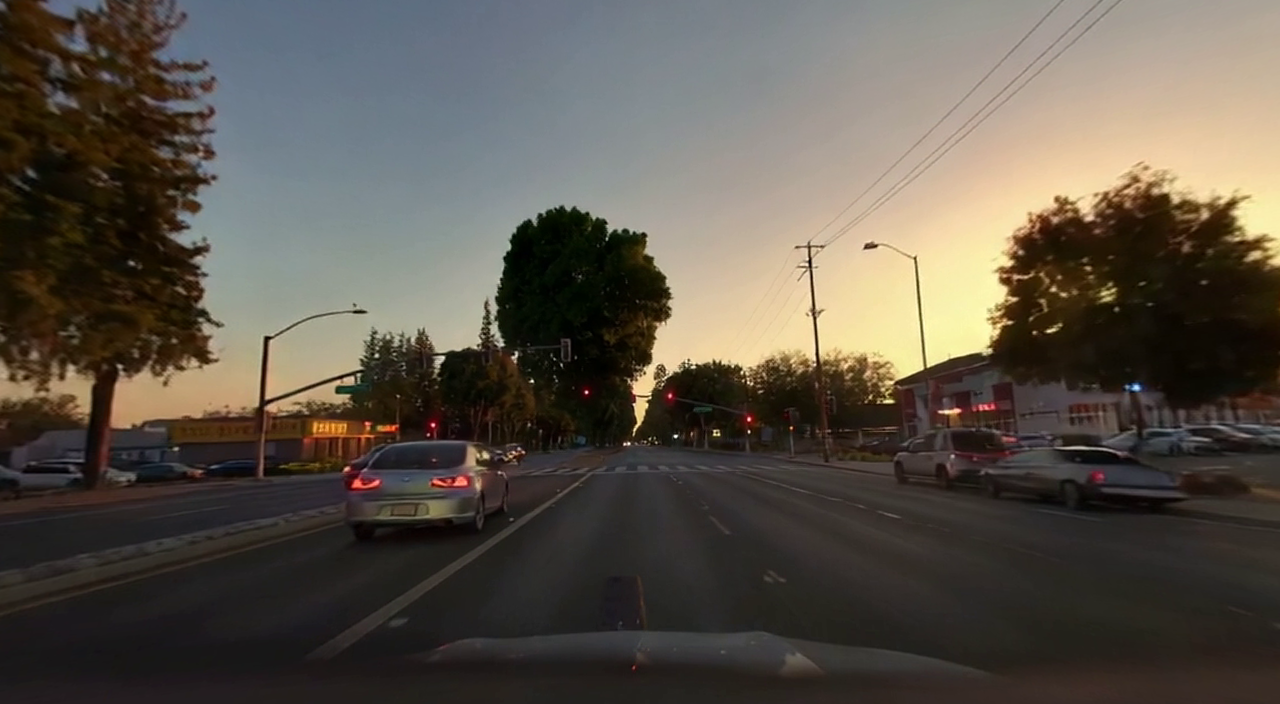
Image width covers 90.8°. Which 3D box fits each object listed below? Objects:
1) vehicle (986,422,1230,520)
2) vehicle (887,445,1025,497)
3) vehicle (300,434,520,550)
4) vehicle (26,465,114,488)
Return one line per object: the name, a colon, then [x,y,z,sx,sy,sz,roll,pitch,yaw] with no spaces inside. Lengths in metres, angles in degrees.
vehicle: [10.337,2.646,14.586,1.998,1.862,4.658,0,-8,0]
vehicle: [10.152,3.812,20.826,1.987,1.487,4.753,0,-8,-2]
vehicle: [-3.372,2.120,10.269,2.185,1.473,3.925,0,-8,-2]
vehicle: [-41.178,8.989,45.711,4.468,1.458,1.985,0,-8,1]
